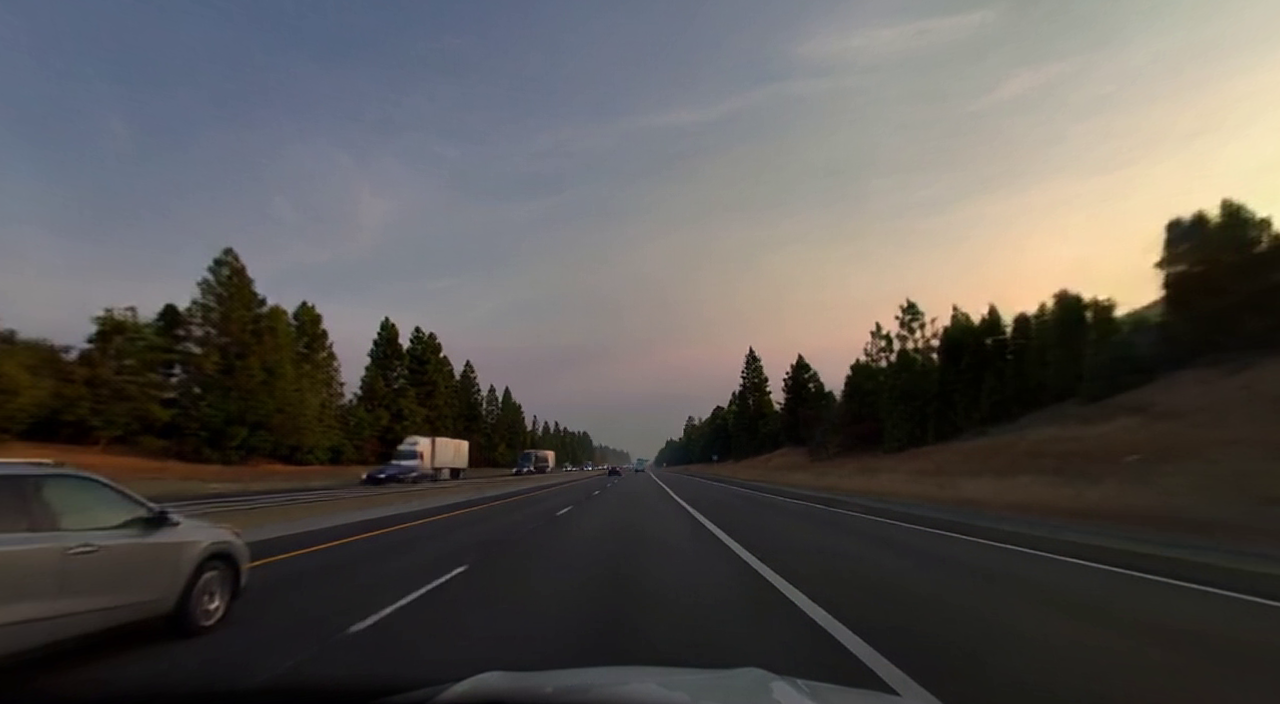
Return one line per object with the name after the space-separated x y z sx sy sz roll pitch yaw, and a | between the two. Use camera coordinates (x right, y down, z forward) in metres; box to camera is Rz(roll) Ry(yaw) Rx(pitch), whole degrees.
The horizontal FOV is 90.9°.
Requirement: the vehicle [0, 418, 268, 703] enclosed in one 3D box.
-3.942 0.994 2.598 2.043 1.486 4.442 1 -10 0 | vehicle

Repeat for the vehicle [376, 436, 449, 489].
-17.291 8.485 48.379 3.012 3.730 6.328 0 -10 0 | vehicle
